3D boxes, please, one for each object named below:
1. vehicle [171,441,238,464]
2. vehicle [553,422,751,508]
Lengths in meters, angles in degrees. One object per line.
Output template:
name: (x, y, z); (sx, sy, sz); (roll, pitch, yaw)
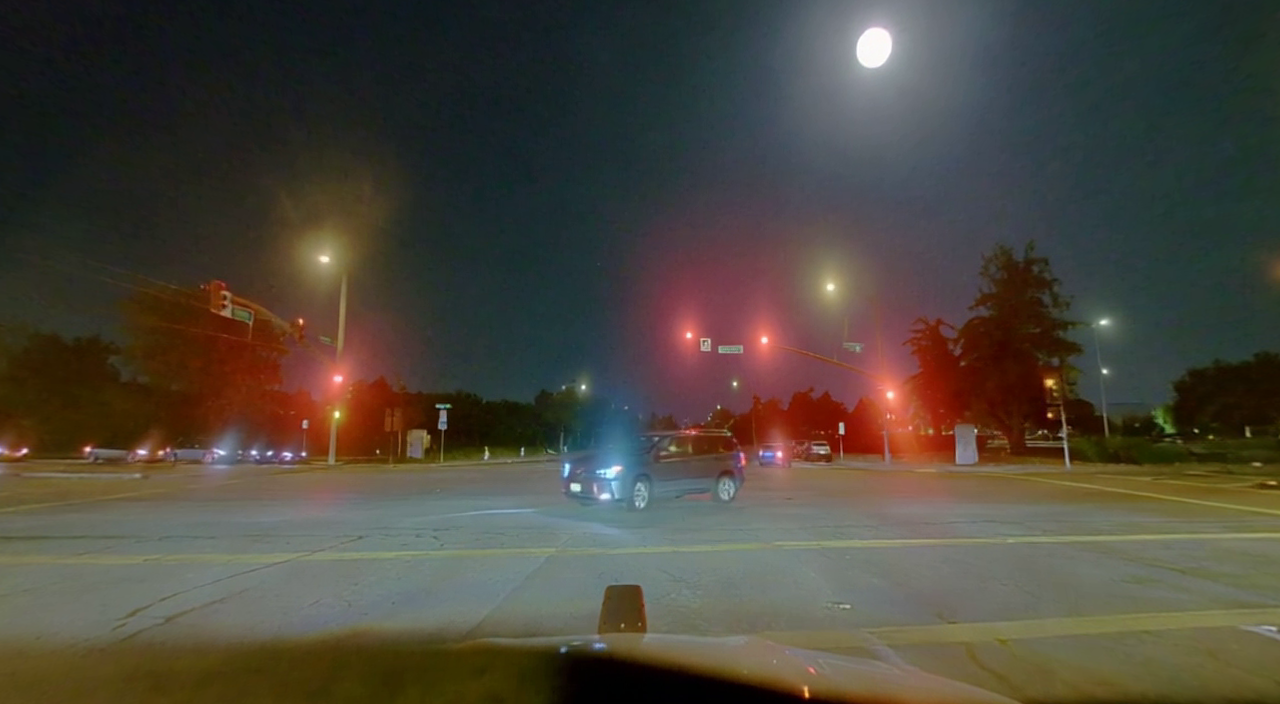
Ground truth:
vehicle: (-29.096, 6.701, 42.052); (1.696, 1.431, 3.686); (-1, -8, 3)
vehicle: (0.411, 2.672, 15.310); (4.580, 1.768, 2.134); (7, -11, -42)
